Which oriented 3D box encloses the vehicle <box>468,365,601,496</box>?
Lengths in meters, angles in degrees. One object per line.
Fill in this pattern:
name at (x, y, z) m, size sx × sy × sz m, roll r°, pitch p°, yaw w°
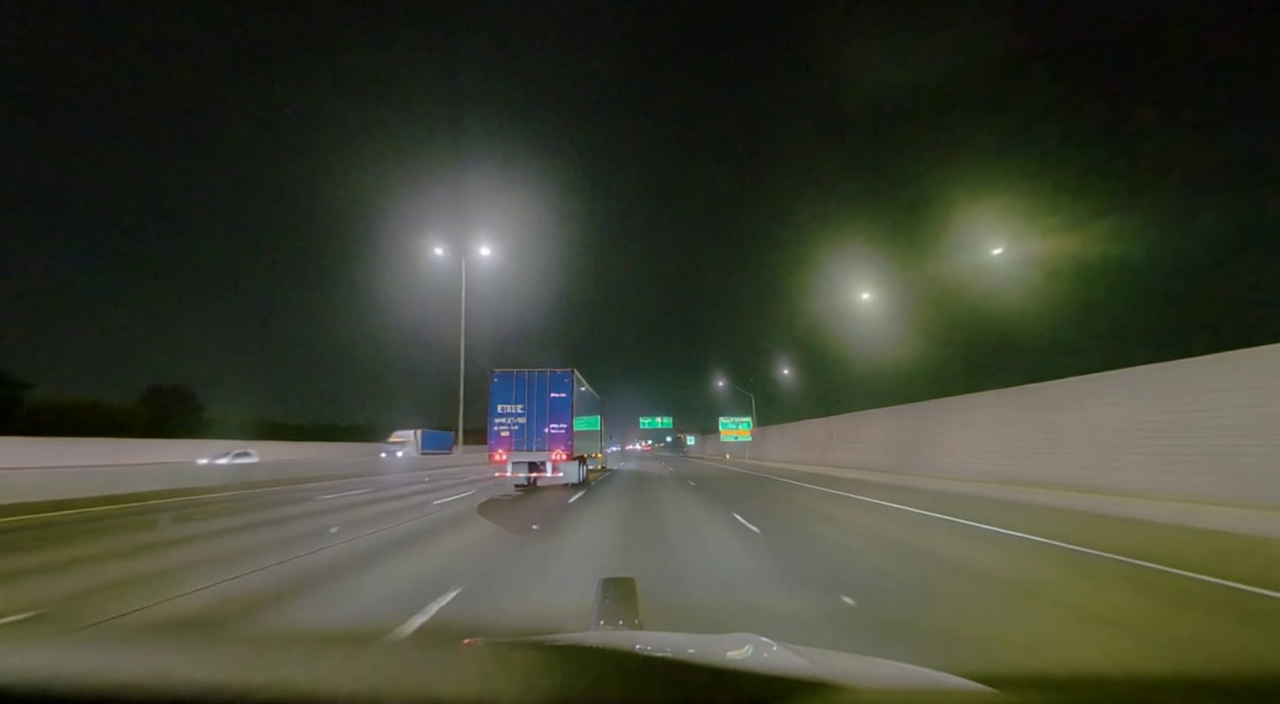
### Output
vehicle at (-3.521, 3.208, 24.704) m, size 3.059 × 3.956 × 11.036 m, roll 0°, pitch -9°, yaw 1°
